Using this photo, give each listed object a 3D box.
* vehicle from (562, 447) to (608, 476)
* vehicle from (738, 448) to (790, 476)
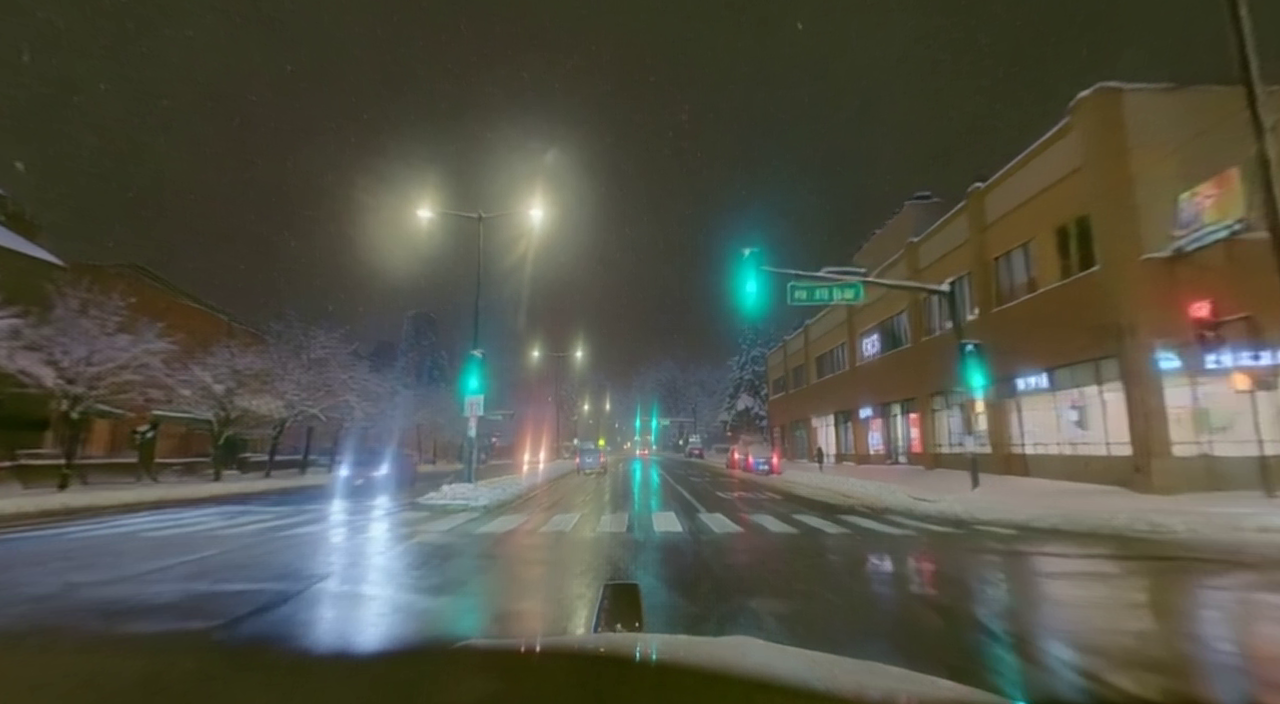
[{"bbox_3d":[-2.907,5.868,34.091,2.078,1.471,4.217,0,-9,0],"label":"vehicle"},{"bbox_3d":[7.240,6.455,37.248,1.968,1.493,4.878,0,-9,-1],"label":"vehicle"}]
